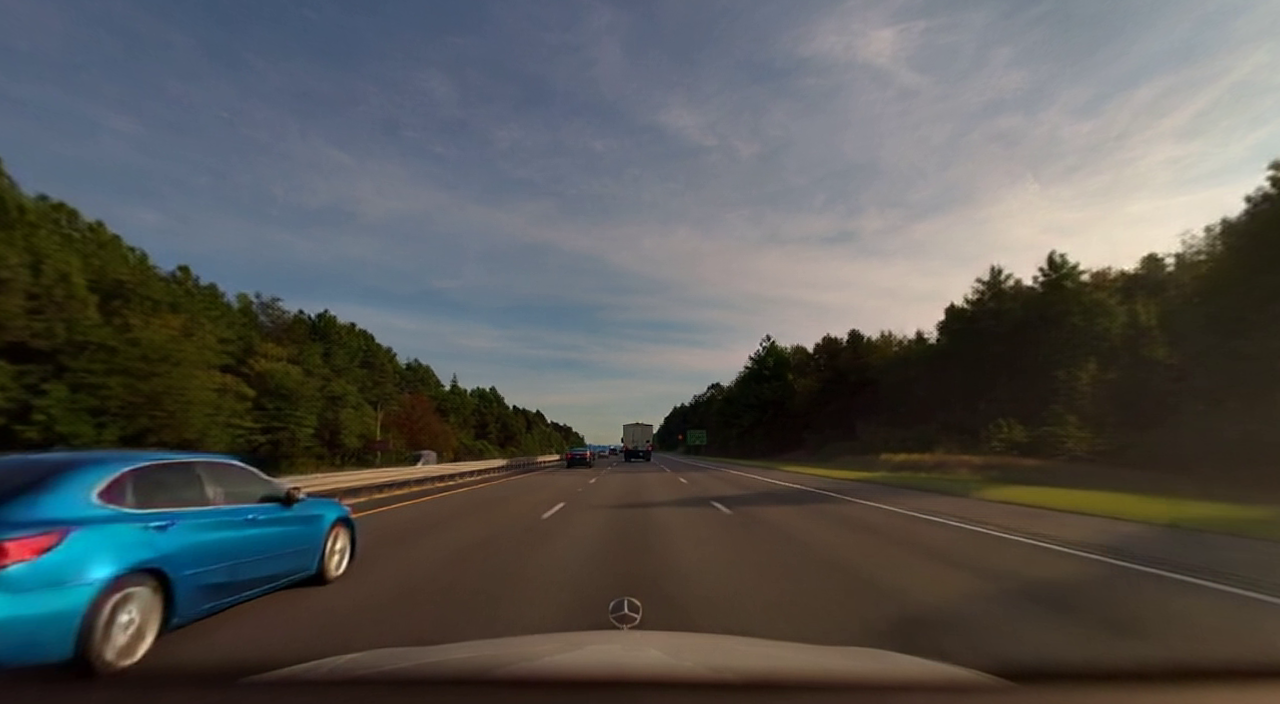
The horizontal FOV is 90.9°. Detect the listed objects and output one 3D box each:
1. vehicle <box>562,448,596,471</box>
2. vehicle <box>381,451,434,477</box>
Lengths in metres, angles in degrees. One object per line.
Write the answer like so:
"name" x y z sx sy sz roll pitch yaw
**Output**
"vehicle" -4.245 7.481 44.157 1.916 1.506 4.476 0 -9 0
"vehicle" -16.728 8.049 45.603 2.191 1.757 4.202 0 -9 0
